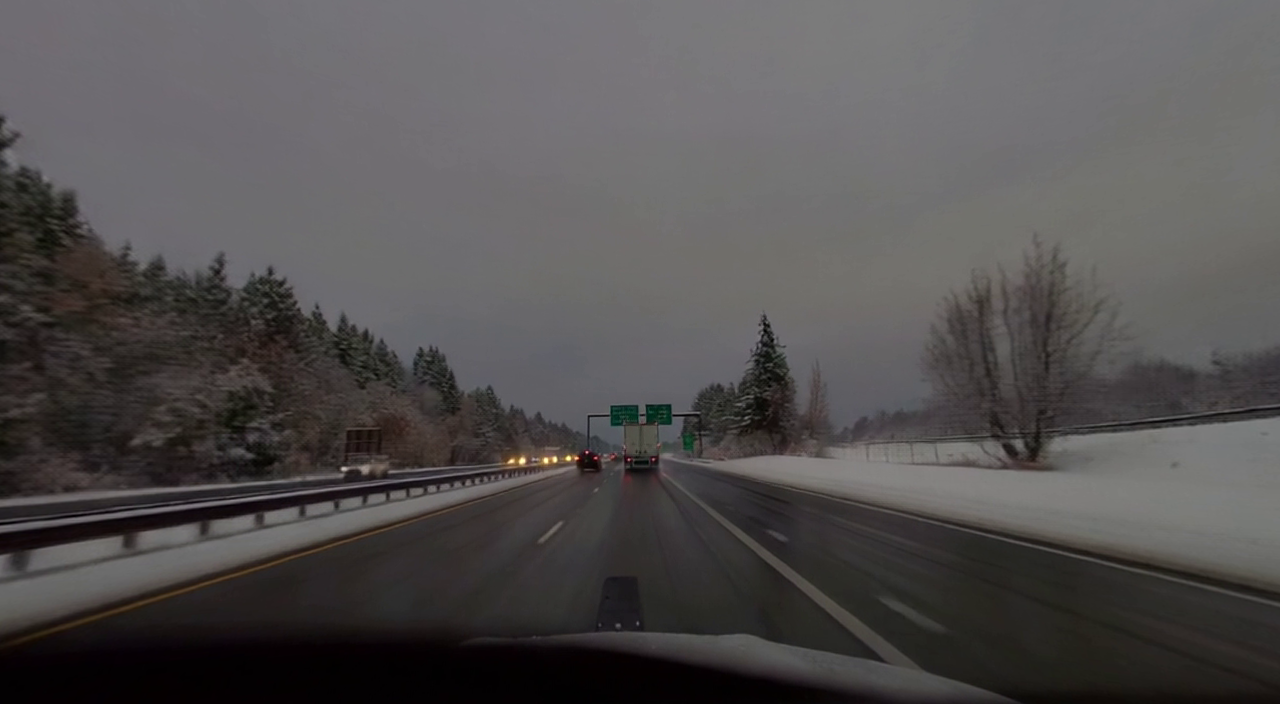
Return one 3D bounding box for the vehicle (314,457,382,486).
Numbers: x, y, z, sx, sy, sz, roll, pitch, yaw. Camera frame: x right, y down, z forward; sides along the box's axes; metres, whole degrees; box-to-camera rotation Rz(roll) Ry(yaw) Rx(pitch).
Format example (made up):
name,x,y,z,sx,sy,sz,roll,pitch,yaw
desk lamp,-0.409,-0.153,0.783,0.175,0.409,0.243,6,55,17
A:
name,x,y,z,sx,sy,sz,roll,pitch,yaw
vehicle,-16.615,6.792,36.086,1.841,1.543,4.225,0,-9,0
